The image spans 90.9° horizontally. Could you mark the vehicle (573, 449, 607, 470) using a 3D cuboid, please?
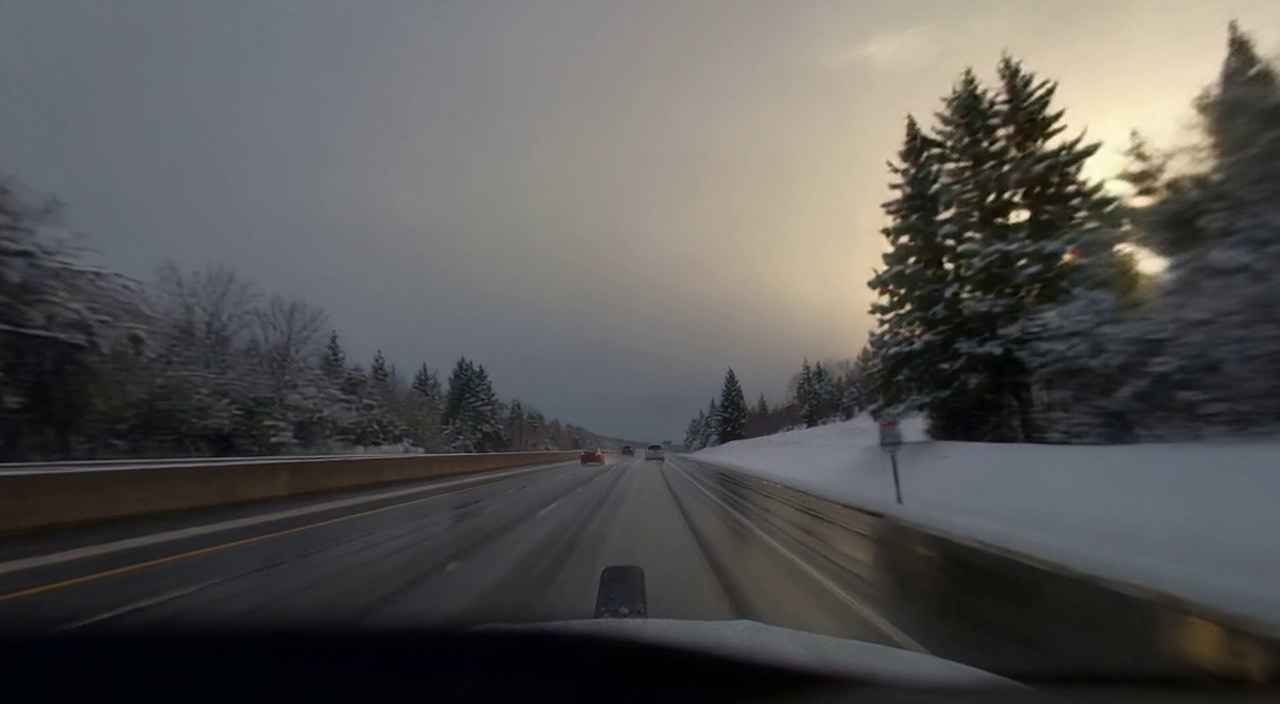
[{"bbox_3d":[-3.564,7.726,45.314,2.033,1.449,3.957,0,-9,1],"label":"vehicle"}]
